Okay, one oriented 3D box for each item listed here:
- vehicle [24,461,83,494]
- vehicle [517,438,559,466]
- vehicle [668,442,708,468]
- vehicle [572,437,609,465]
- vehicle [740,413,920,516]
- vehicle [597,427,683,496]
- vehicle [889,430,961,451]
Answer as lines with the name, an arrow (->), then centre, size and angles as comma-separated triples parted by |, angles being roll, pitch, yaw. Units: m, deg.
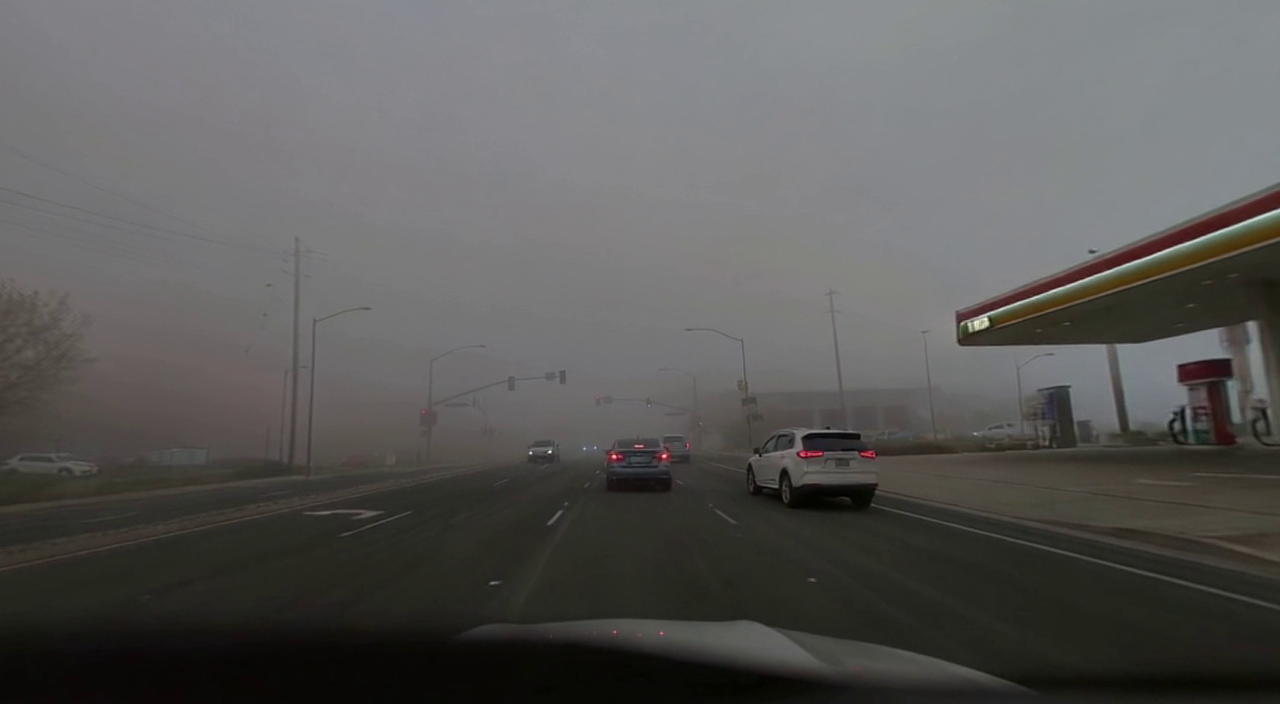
vehicle -> -30.599, 6.519, 33.081 | 1.948, 1.452, 4.370 | 7, -11, -39
vehicle -> -6.610, 6.495, 41.322 | 1.994, 1.695, 4.471 | 0, -8, 0
vehicle -> 2.545, 5.555, 34.205 | 1.822, 1.331, 3.583 | 0, -8, -1
vehicle -> -3.209, 6.529, 41.944 | 2.155, 1.745, 4.248 | 0, -8, 0
vehicle -> 3.775, 2.359, 13.759 | 2.116, 1.791, 5.006 | 0, -8, -3
vehicle -> -0.084, 3.046, 17.916 | 2.164, 1.718, 3.881 | 0, -8, -2
vehicle -> 22.068, 6.889, 49.034 | 4.691, 1.607, 1.905 | 0, -8, -3
